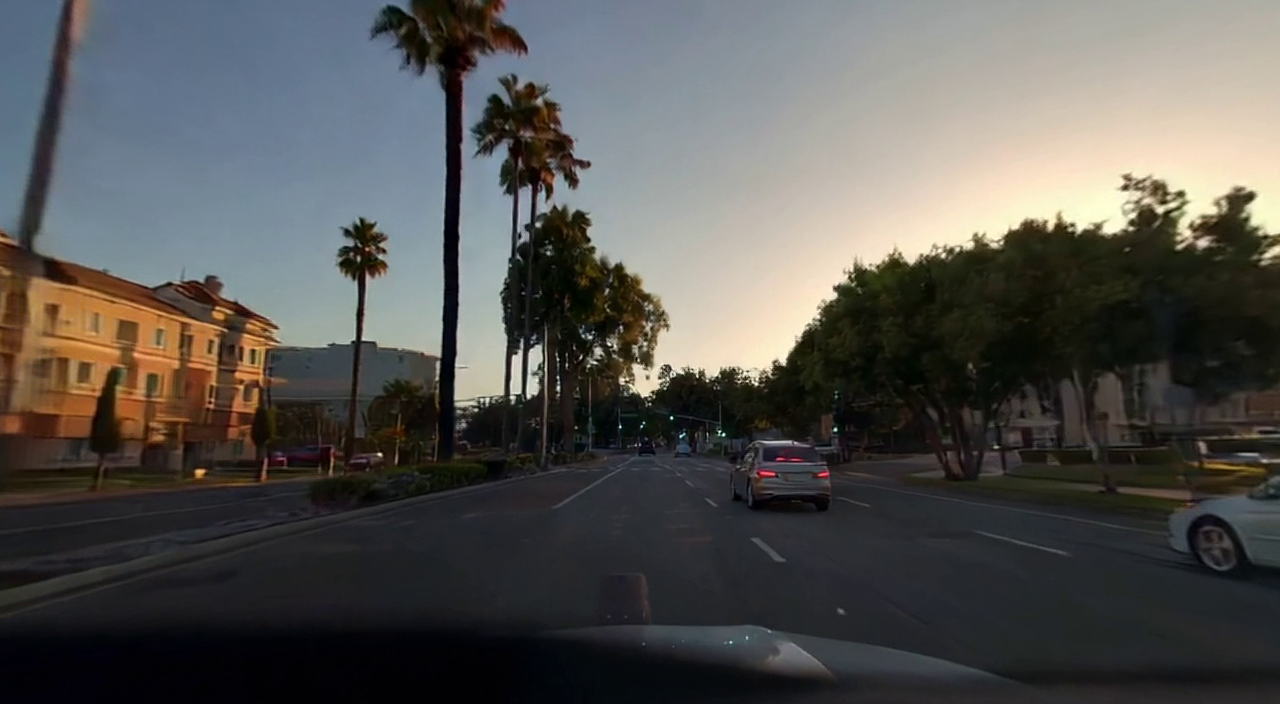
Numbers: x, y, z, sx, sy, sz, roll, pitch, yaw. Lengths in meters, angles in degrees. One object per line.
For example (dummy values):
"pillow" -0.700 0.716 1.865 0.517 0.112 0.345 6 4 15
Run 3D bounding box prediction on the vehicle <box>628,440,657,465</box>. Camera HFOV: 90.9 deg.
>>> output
"vehicle" 0.216 7.489 47.078 2.087 1.709 4.076 0 -9 1

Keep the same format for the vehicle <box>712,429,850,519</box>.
"vehicle" 2.852 2.580 13.830 2.009 1.639 4.267 0 -9 0

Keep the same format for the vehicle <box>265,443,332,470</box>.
"vehicle" -25.509 7.829 47.293 2.070 1.856 5.069 1 -8 0

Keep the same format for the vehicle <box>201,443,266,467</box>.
"vehicle" -30.581 7.755 47.618 1.898 1.692 4.455 0 -9 0

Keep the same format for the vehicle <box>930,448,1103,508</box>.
"vehicle" 10.245 3.434 17.695 1.891 1.428 4.680 0 -9 -1

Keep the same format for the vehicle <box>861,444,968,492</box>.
"vehicle" 10.253 4.352 24.054 1.916 1.548 4.799 2 -9 -1

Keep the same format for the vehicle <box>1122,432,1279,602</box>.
"vehicle" 6.532 1.357 4.956 1.890 1.471 4.566 0 -9 1
